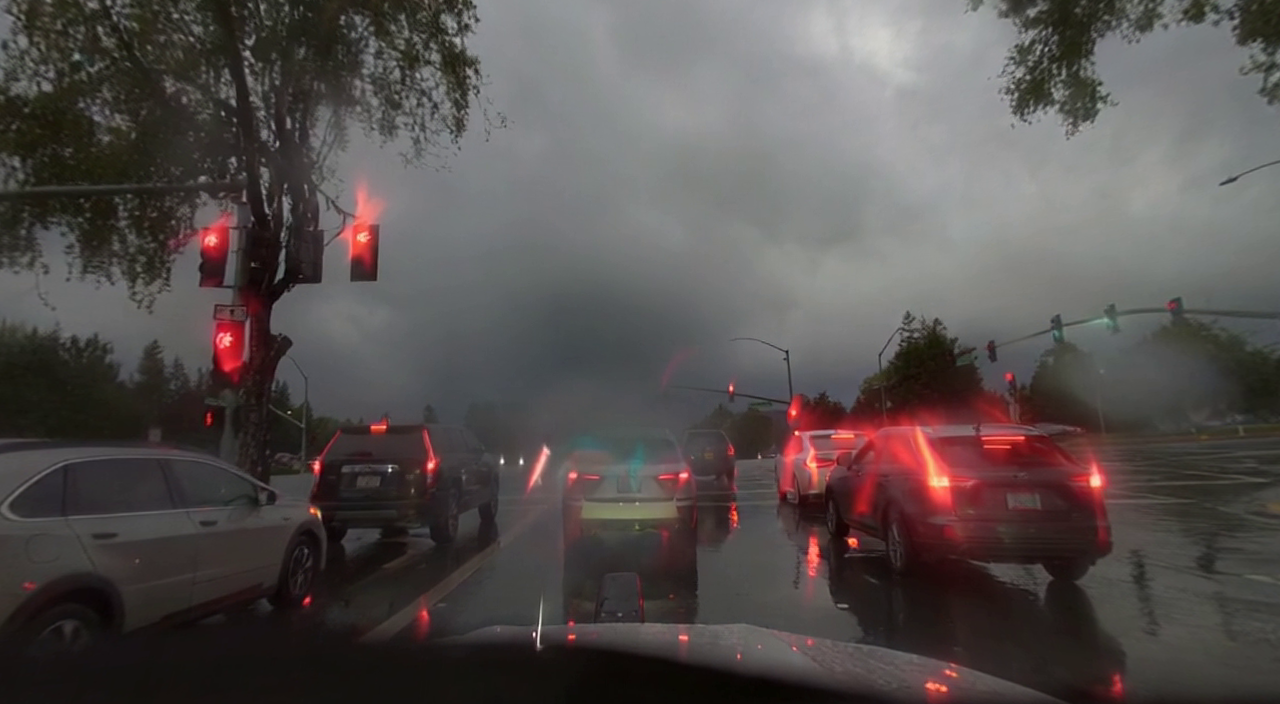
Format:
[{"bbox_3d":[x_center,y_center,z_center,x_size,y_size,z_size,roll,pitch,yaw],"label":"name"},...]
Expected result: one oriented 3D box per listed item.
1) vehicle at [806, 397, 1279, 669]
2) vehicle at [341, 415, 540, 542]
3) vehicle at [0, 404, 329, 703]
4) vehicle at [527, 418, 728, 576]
[{"bbox_3d":[3.226,1.443,6.187,2.006,1.659,4.462,0,-8,1],"label":"vehicle"},{"bbox_3d":[-3.210,2.138,11.312,2.048,1.805,4.405,0,-8,1],"label":"vehicle"},{"bbox_3d":[-3.343,0.954,2.389,1.863,1.495,4.667,0,-8,1],"label":"vehicle"},{"bbox_3d":[-0.098,1.806,8.591,2.106,1.655,3.717,0,-8,1],"label":"vehicle"}]
